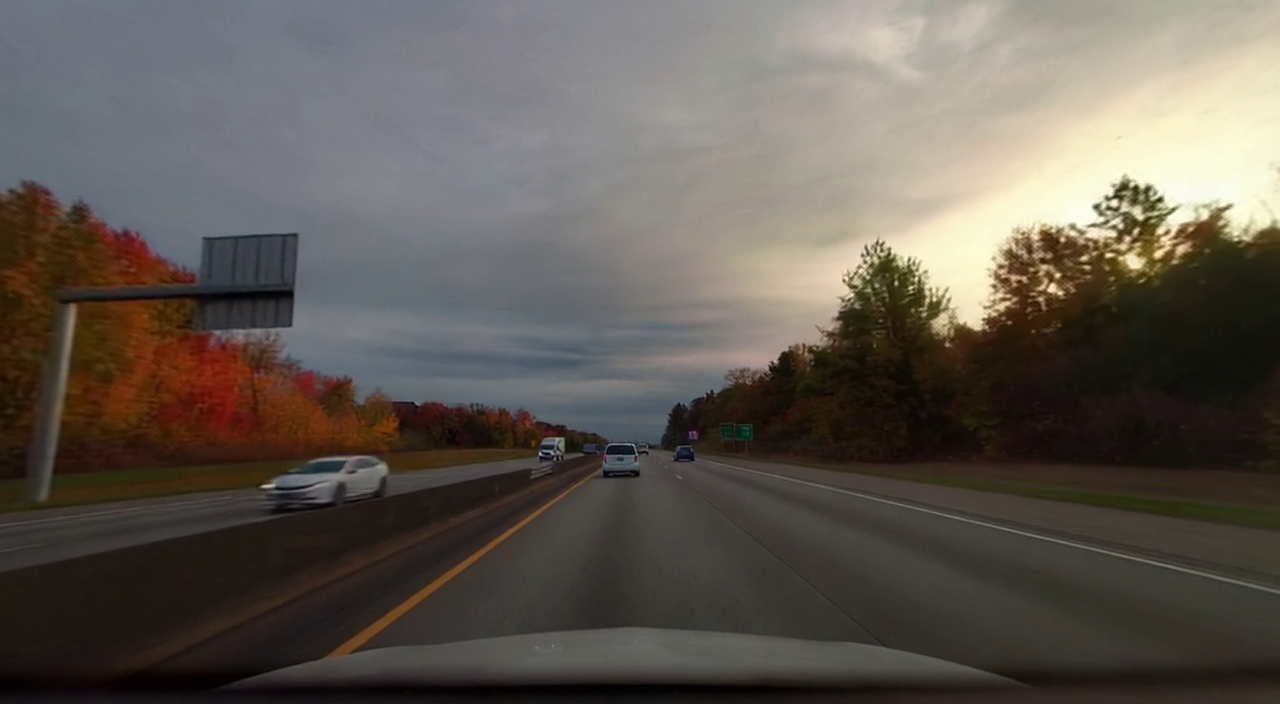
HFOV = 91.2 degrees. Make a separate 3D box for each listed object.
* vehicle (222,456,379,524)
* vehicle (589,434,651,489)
[{"bbox_3d":[-9.012,3.651,17.119,1.920,1.524,4.179,0,-9,0],"label":"vehicle"},{"bbox_3d":[-0.631,3.760,21.822,1.937,1.699,3.936,0,-9,0],"label":"vehicle"}]
